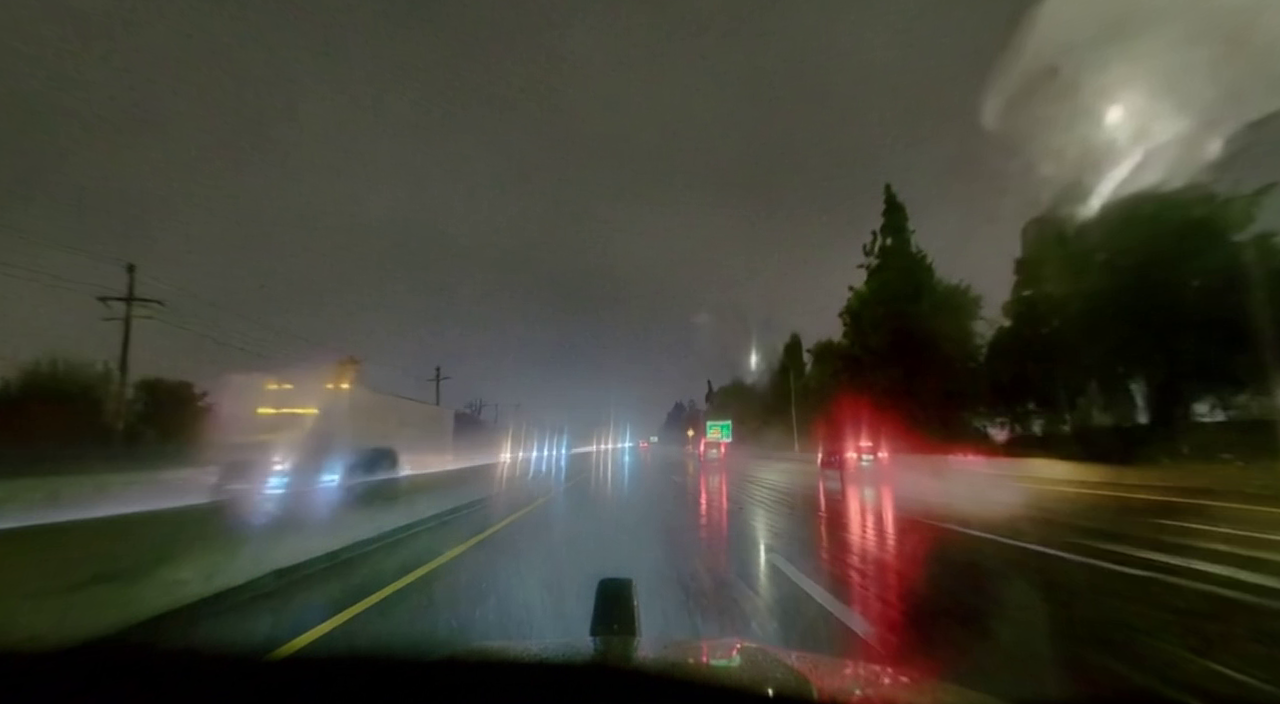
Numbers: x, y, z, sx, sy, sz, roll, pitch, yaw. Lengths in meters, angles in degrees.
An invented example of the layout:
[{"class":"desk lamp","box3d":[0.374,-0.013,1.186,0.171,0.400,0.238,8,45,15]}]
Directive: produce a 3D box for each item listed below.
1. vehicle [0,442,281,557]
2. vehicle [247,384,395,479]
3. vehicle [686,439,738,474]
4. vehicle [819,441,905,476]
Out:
[{"class":"vehicle","box3d":[-7.247,2.097,9.606,1.543,1.401,3.404,0,-9,0]},{"class":"vehicle","box3d":[-15.250,3.969,31.106,3.221,4.078,7.386,0,-9,1]},{"class":"vehicle","box3d":[3.579,5.265,31.983,2.018,1.600,4.121,0,-9,-2]},{"class":"vehicle","box3d":[10.184,4.922,29.458,1.987,1.502,5.130,0,-9,-2]}]
